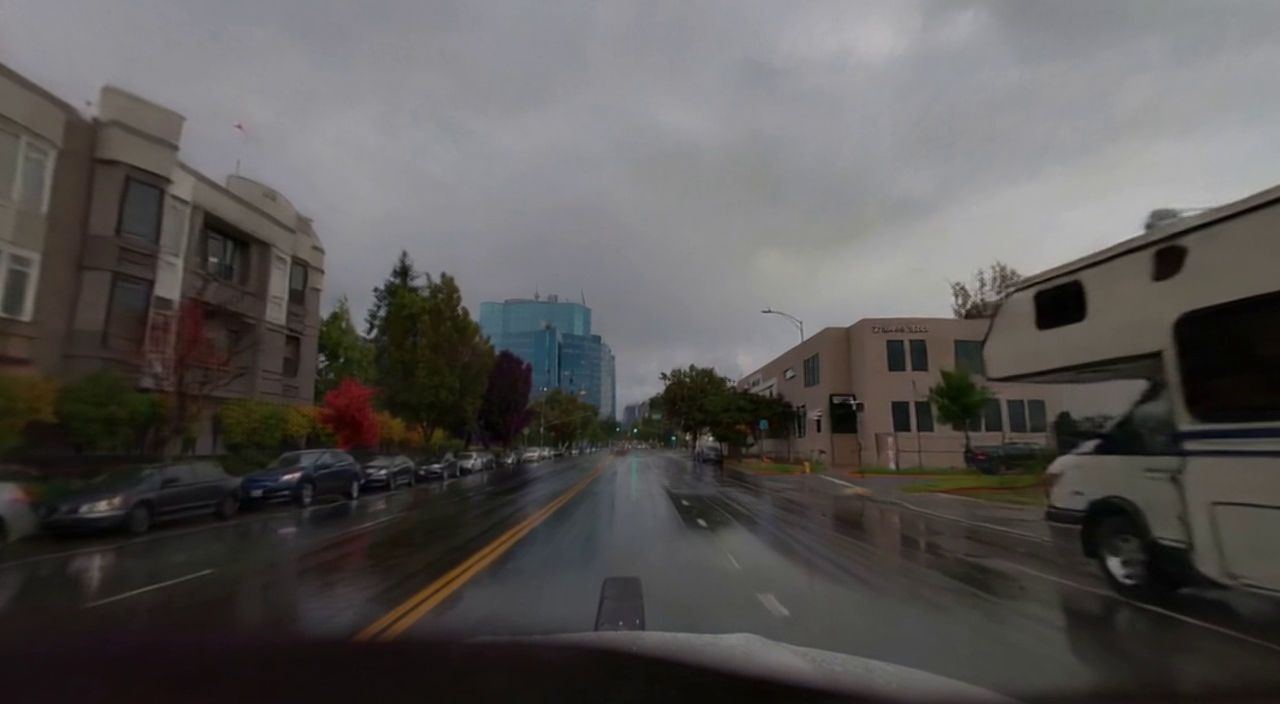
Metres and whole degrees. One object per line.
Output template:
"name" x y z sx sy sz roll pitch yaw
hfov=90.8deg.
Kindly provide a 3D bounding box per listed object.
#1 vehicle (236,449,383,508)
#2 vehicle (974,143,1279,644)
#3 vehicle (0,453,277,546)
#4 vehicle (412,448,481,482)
"vehicle" -10.024 3.827 19.703 1.918 1.535 4.834 -1 -8 1
"vehicle" 6.078 0.106 3.189 3.102 3.473 9.734 0 -8 -2
"vehicle" -10.021 2.899 13.189 1.959 1.451 4.990 0 -8 -1
"vehicle" -10.136 5.933 33.575 1.995 1.564 5.321 0 -8 0
